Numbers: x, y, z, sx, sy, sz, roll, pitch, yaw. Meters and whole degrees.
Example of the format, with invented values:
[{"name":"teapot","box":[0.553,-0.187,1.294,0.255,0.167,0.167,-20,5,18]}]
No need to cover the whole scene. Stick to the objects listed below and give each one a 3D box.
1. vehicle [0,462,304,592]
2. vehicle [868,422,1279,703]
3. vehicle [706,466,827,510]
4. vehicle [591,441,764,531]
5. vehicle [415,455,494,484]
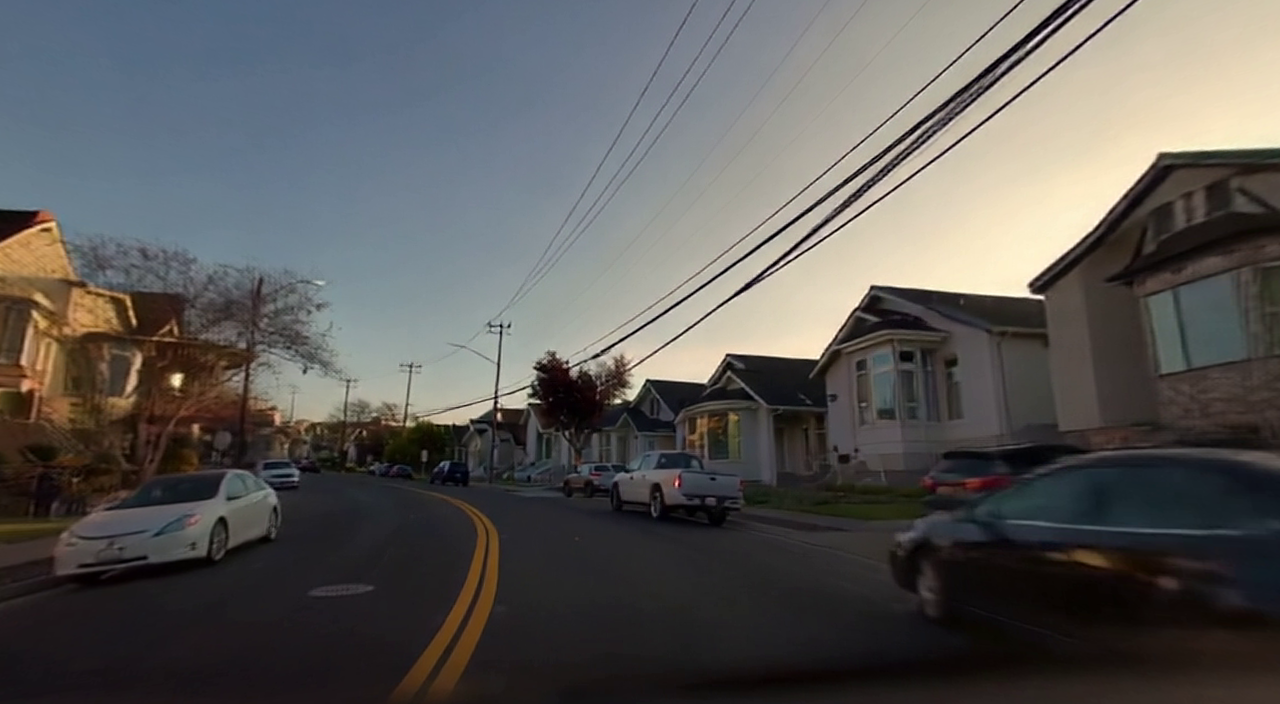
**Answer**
[{"name":"vehicle","box":[-7.392,2.585,10.252,2.197,1.462,4.524,2,-9,-12]},{"name":"vehicle","box":[3.307,1.232,3.653,1.923,1.531,4.568,1,-9,-5]},{"name":"vehicle","box":[4.964,5.266,24.759,4.351,1.424,1.994,4,-10,-28]},{"name":"vehicle","box":[0.721,3.409,16.737,2.449,1.869,5.504,7,-11,-19]},{"name":"vehicle","box":[-14.511,9.266,49.670,5.523,2.018,2.216,10,-19,-43]}]
